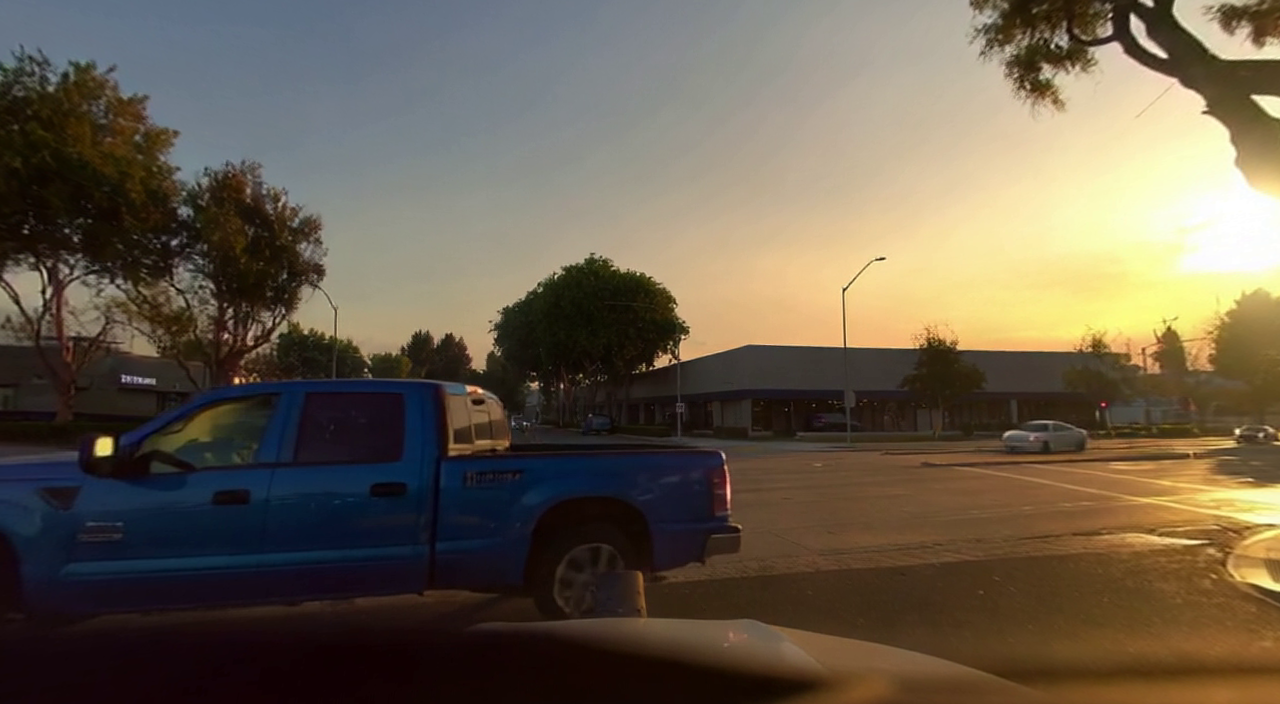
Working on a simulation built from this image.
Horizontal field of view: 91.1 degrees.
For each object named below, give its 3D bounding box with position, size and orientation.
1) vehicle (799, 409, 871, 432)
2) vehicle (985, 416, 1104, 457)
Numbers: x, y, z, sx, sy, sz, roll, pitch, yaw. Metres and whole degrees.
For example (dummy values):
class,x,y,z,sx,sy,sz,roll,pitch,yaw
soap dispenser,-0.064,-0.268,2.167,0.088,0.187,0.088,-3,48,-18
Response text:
class,x,y,z,sx,sy,sz,roll,pitch,yaw
vehicle,13.666,4.854,44.020,4.674,1.483,1.745,3,-9,-21
vehicle,19.496,4.093,30.234,5.333,1.837,2.124,4,-9,-24
